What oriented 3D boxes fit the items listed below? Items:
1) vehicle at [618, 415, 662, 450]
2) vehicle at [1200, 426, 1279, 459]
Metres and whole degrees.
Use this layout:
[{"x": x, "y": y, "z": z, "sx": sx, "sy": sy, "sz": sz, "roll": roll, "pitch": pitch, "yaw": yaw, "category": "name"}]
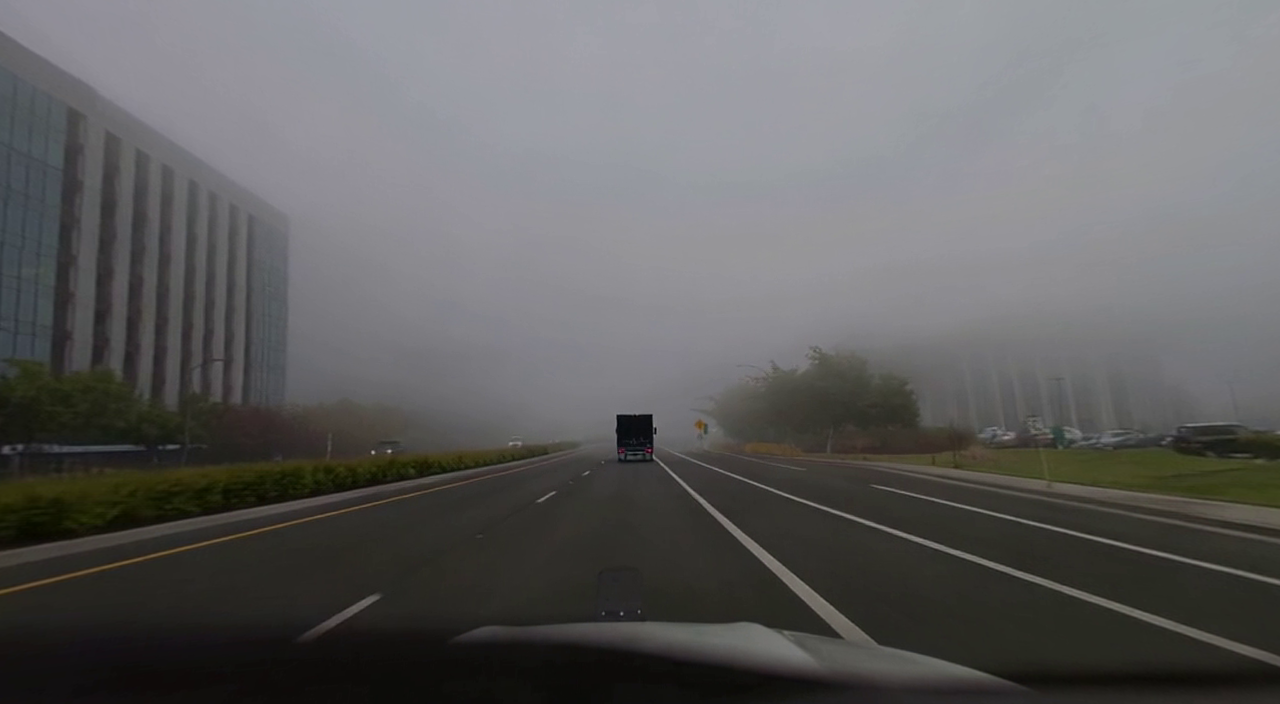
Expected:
[{"x": -0.093, "y": 4.507, "z": 34.950, "sx": 2.178, "sy": 1.829, "sz": 4.932, "roll": 0, "pitch": -9, "yaw": -3, "category": "vehicle"}, {"x": 35.702, "y": 5.264, "z": 36.938, "sx": 4.297, "sy": 1.798, "sz": 1.955, "roll": 0, "pitch": -8, "yaw": -10, "category": "vehicle"}]
